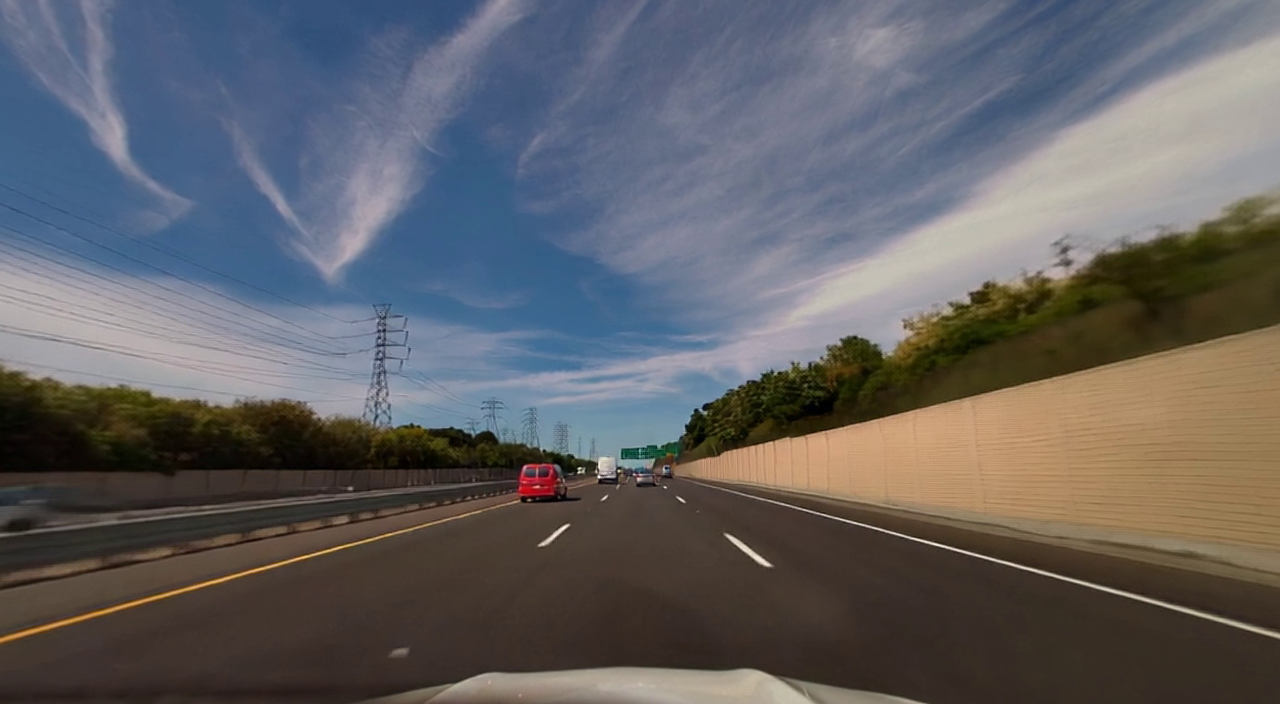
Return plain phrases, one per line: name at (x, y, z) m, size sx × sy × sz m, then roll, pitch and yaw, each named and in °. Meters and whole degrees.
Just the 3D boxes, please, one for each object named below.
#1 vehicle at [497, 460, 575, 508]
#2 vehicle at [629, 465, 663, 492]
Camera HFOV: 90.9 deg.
vehicle at (-3.671, 4.800, 23.072) m, size 2.023 × 1.541 × 4.543 m, roll 1°, pitch -11°, yaw 0°
vehicle at (0.337, 7.748, 38.683) m, size 2.006 × 1.554 × 3.863 m, roll 1°, pitch -11°, yaw -1°
